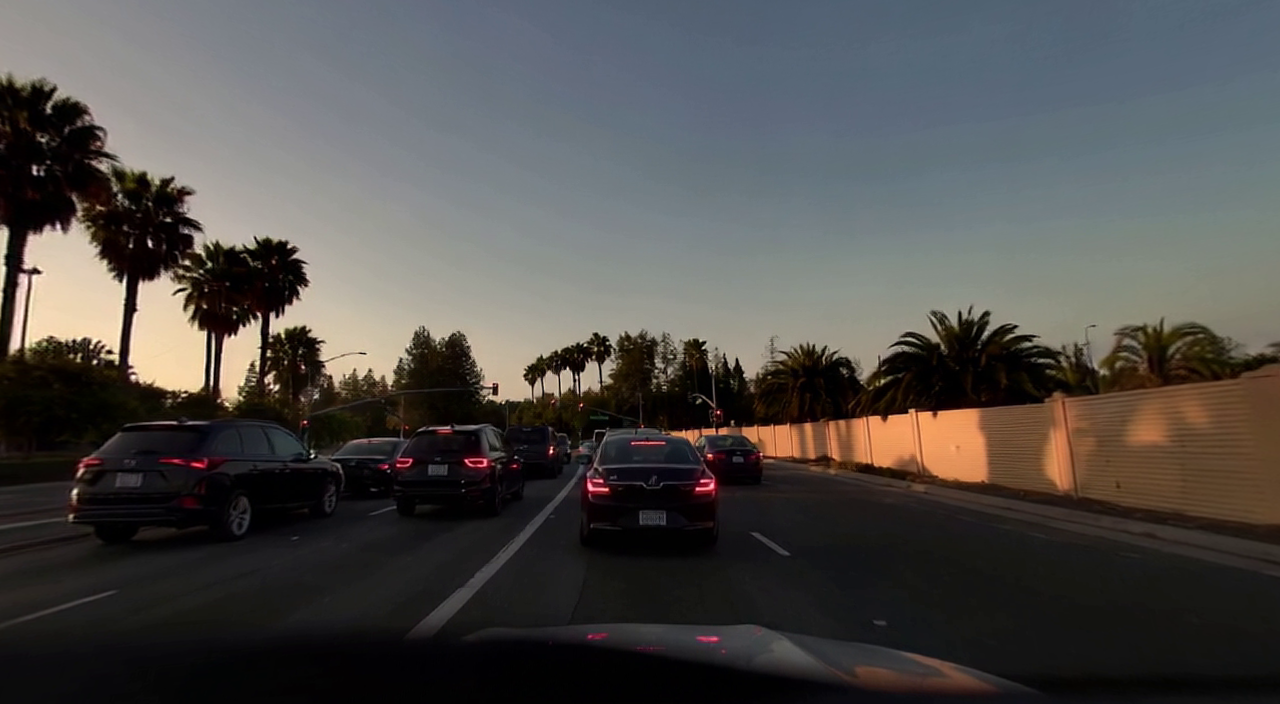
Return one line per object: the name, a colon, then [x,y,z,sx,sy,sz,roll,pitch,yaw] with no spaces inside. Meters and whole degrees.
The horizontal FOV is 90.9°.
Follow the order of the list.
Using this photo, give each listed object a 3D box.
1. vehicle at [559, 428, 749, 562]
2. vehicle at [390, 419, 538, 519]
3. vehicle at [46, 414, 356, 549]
vehicle: [0.072,1.924,9.267,2.128,1.473,4.272,0,-8,-2]
vehicle: [-3.450,2.380,13.298,2.007,1.746,4.136,0,-8,-2]
vehicle: [-6.684,2.001,10.422,1.963,1.721,4.467,0,-8,-2]
